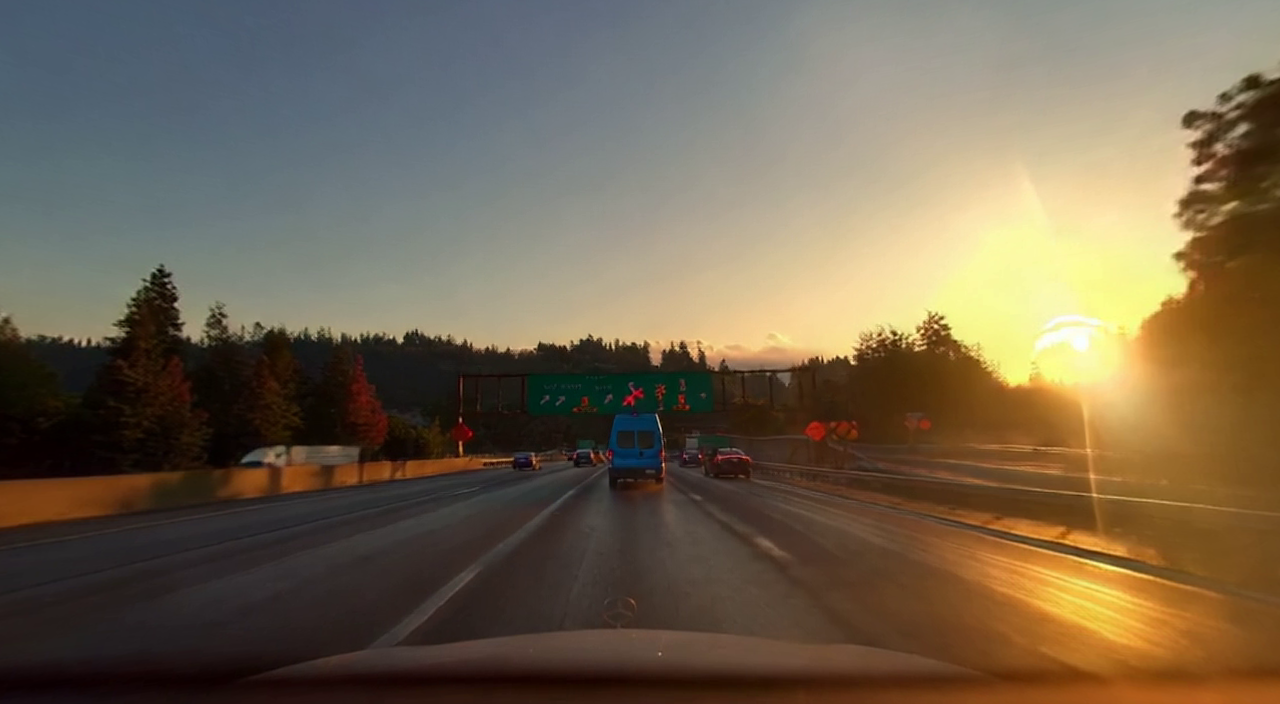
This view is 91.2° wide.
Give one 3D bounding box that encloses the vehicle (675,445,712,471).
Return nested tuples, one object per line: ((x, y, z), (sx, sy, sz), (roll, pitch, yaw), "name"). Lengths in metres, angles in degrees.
((3.379, 6.801, 40.377), (1.978, 1.510, 4.462), (-1, -9, 1), "vehicle")

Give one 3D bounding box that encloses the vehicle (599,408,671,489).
((-0.200, 3.476, 22.598), (2.268, 2.551, 5.144), (0, -9, -1), "vehicle")

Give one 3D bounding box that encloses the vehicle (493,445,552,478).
((-5.703, 5.374, 30.928), (2.003, 1.498, 4.386), (-1, -9, 1), "vehicle")

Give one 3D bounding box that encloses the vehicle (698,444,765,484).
((3.653, 4.597, 25.986), (2.015, 1.491, 4.732), (0, -9, -1), "vehicle")
